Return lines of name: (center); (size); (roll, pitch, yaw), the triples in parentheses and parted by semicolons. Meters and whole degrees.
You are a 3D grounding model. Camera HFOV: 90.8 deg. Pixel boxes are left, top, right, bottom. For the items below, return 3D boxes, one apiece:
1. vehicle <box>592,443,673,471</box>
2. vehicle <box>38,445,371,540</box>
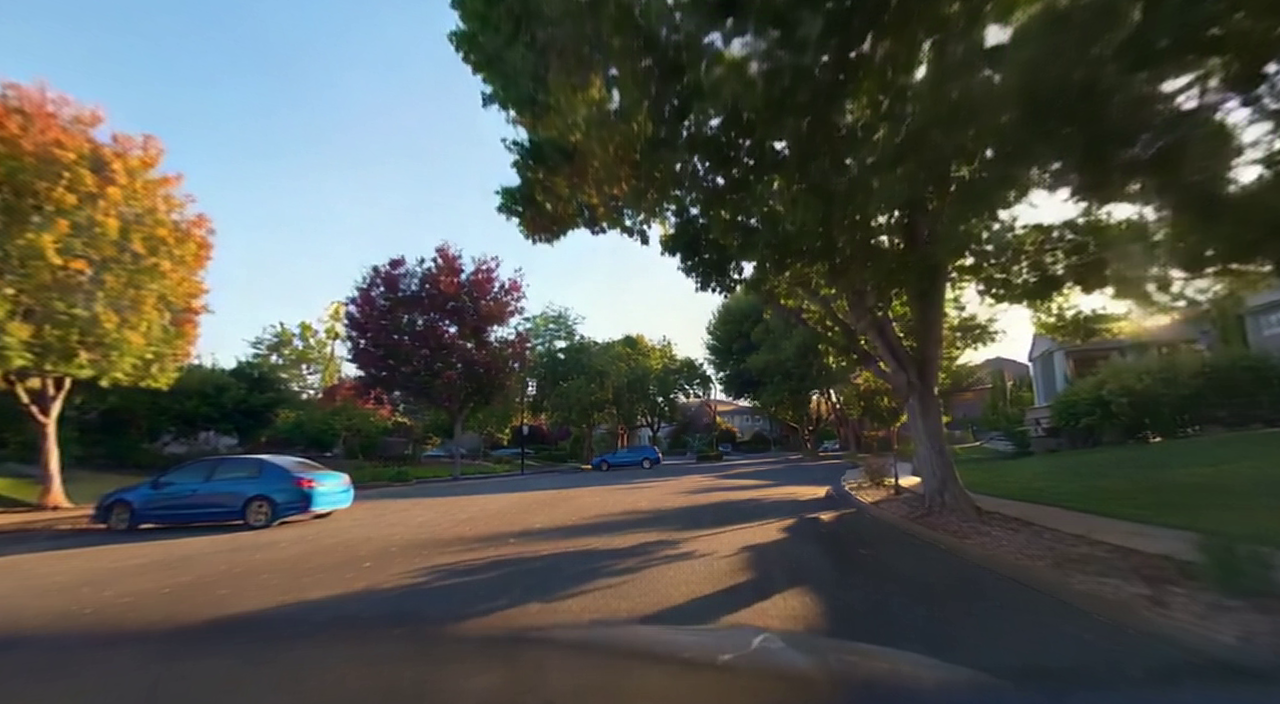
vehicle: (-0.439, 6.450, 39.023); (4.692, 1.660, 1.879); (-2, -9, 15)
vehicle: (-7.568, 2.427, 11.309); (4.653, 1.480, 1.871); (-1, -8, 4)
